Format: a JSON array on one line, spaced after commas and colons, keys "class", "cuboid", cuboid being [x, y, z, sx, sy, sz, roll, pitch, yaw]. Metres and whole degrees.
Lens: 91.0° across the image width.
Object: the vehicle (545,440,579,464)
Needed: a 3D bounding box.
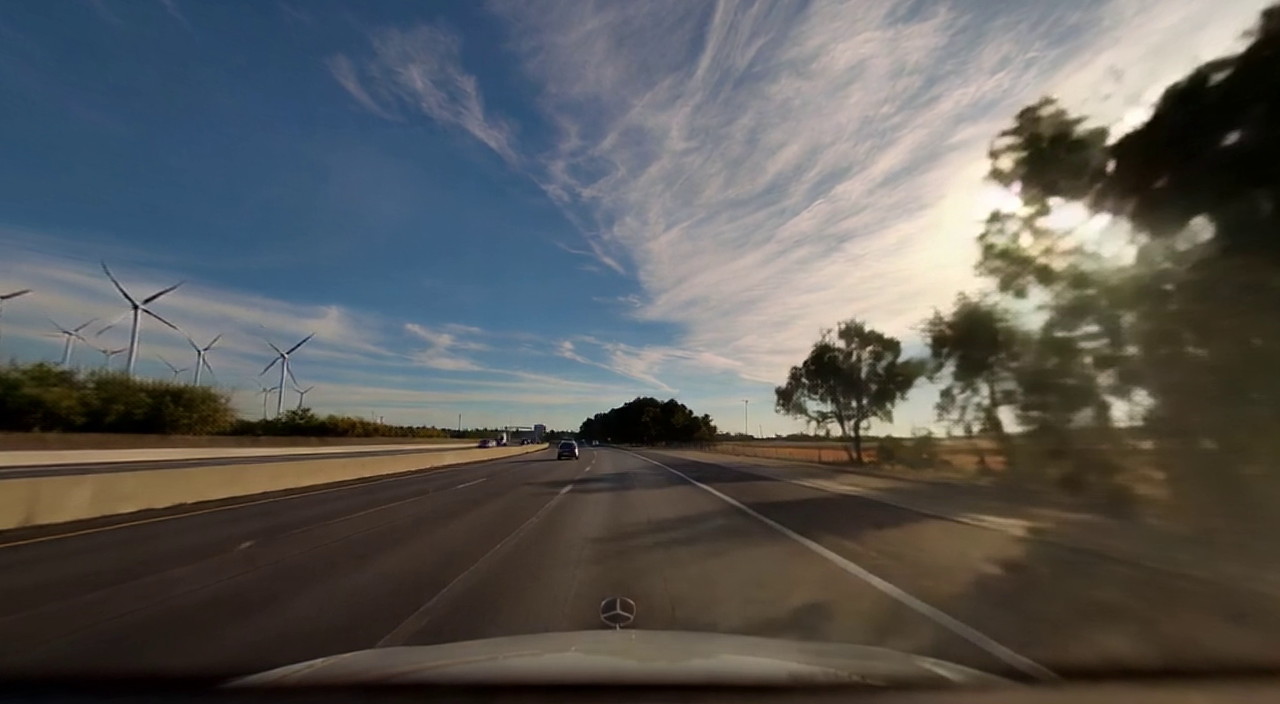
[{"class": "vehicle", "cuboid": [-5.305, 6.873, 43.373, 2.053, 1.549, 4.097, 0, -8, -3]}]
